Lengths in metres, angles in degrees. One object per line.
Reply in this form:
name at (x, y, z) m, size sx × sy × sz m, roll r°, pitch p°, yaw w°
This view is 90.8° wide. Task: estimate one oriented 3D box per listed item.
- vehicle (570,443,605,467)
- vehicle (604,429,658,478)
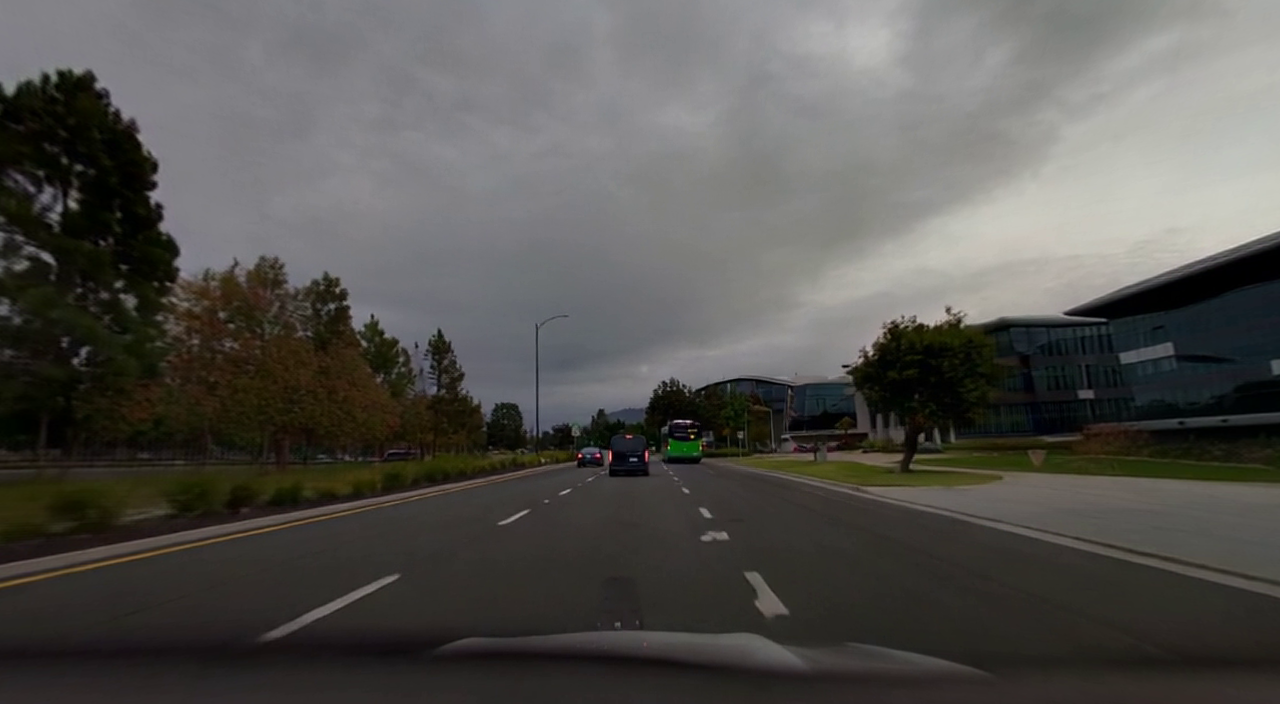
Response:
vehicle at (-3.776, 7.519, 46.270) m, size 2.109 × 1.672 × 4.256 m, roll 0°, pitch -9°, yaw 2°
vehicle at (-0.327, 4.855, 30.355) m, size 2.336 × 2.122 × 5.207 m, roll 0°, pitch -9°, yaw 1°
